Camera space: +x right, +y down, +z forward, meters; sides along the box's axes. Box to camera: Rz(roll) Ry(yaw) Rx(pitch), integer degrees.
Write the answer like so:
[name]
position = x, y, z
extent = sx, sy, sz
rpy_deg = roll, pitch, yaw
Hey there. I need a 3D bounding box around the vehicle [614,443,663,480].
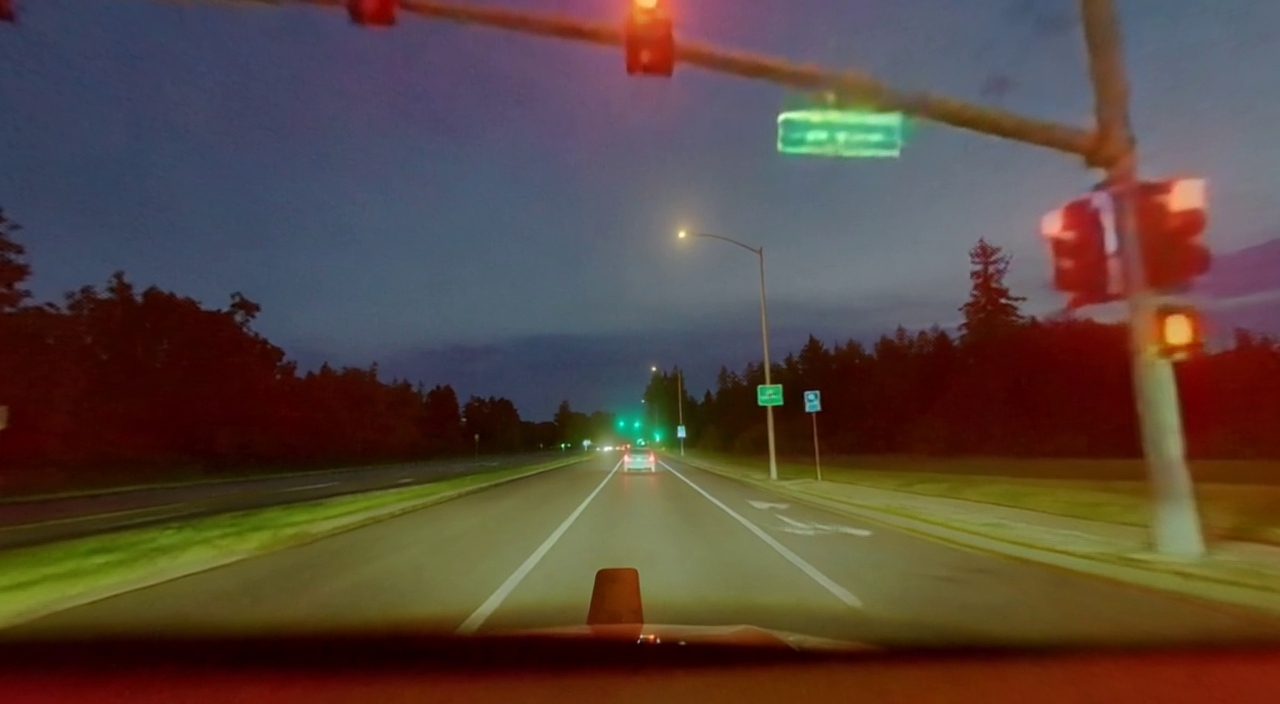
[vehicle]
position = -0.067, 4.659, 27.029
extent = 1.954, 1.469, 3.465
rpy_deg = 0, -8, 0
